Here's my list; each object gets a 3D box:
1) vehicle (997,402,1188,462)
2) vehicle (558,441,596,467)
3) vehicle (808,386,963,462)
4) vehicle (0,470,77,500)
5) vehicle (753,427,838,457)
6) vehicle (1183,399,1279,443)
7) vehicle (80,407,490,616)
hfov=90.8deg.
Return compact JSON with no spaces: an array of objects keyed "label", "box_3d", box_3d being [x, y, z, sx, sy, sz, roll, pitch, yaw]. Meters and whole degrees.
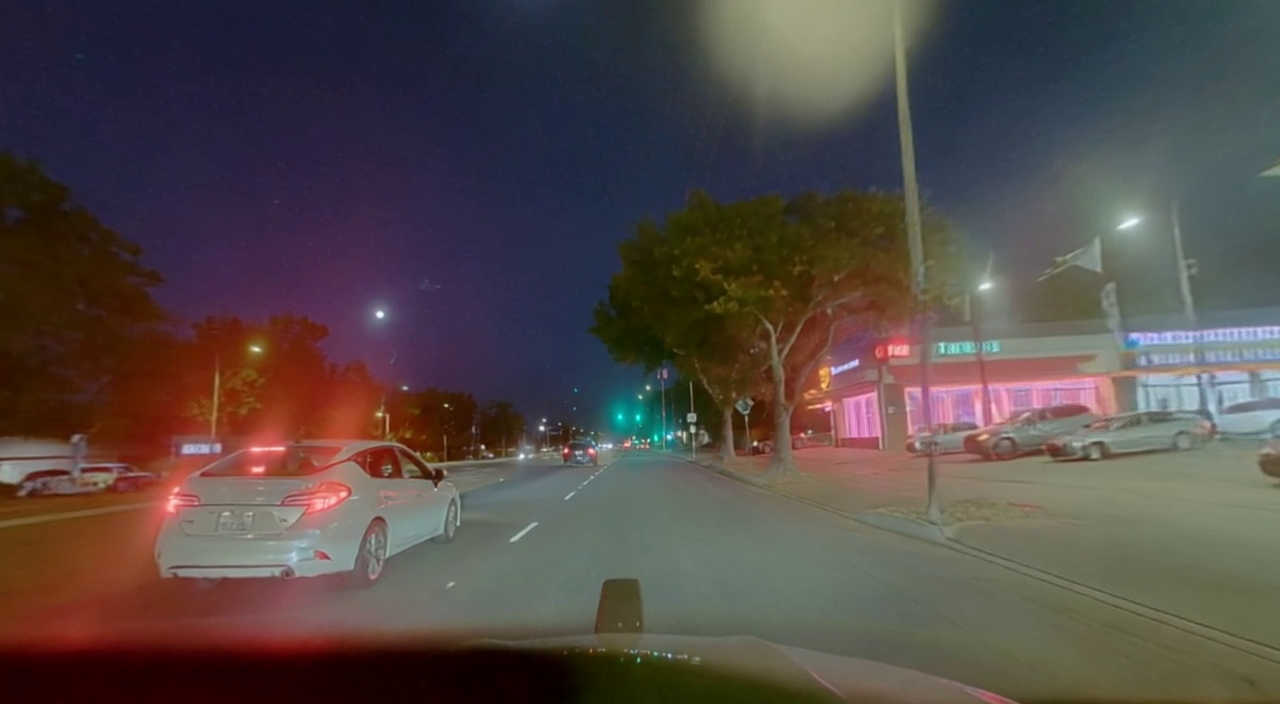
[{"label":"vehicle","box_3d":[13.271,2.400,18.741,4.165,1.650,1.946,0,-9,-3]},{"label":"vehicle","box_3d":[-3.798,6.253,38.774,1.955,1.461,4.396,0,-9,-1]},{"label":"vehicle","box_3d":[12.156,3.624,31.809,6.427,3.417,2.845,-2,-8,-2]},{"label":"vehicle","box_3d":[-36.387,7.841,37.445,1.965,1.470,4.482,0,-9,-3]},{"label":"vehicle","box_3d":[10.463,6.099,42.766,5.130,1.902,2.056,-1,-9,-2]},{"label":"vehicle","box_3d":[24.822,2.727,25.067,4.799,1.606,1.930,-1,-9,-3]},{"label":"vehicle","box_3d":[-3.411,1.632,7.434,2.126,1.655,4.560,0,-9,0]}]
